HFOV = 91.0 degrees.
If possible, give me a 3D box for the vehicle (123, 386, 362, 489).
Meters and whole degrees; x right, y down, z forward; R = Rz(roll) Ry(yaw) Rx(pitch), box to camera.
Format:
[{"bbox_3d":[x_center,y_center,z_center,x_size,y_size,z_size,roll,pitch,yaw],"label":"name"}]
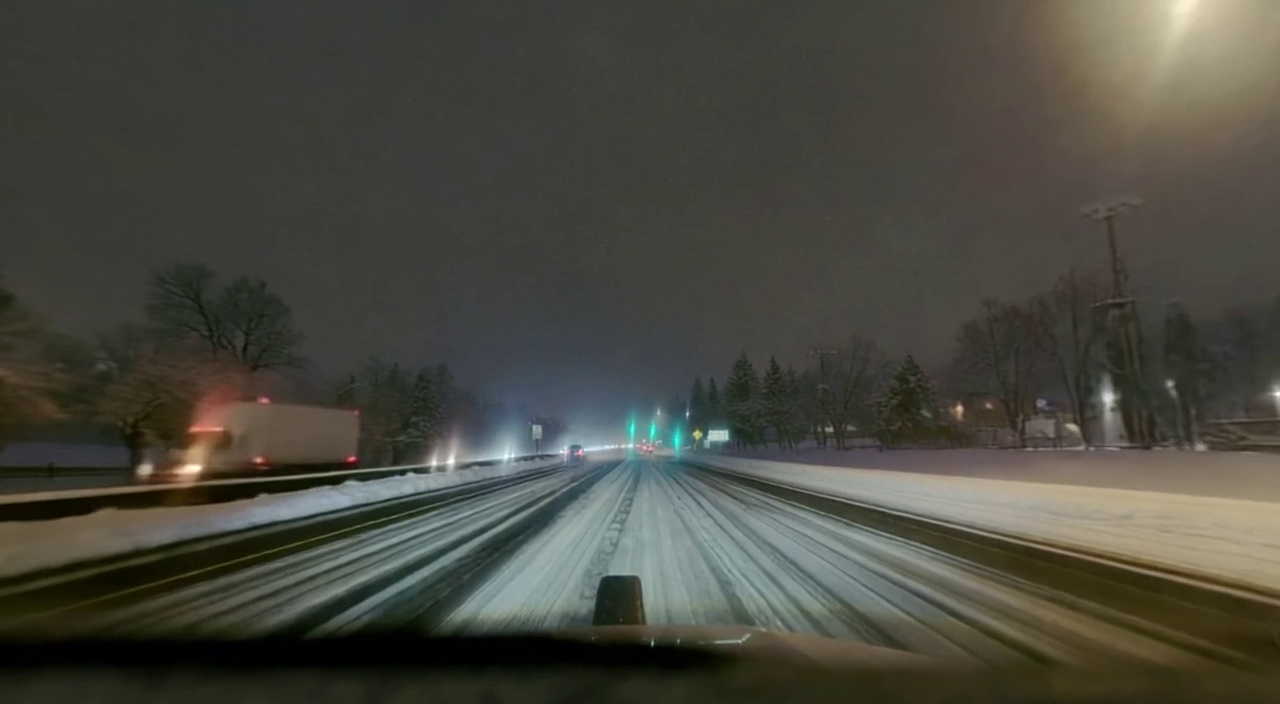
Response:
[{"bbox_3d":[-19.725,4.661,33.582,2.729,4.186,15.380,0,-9,0],"label":"vehicle"}]
